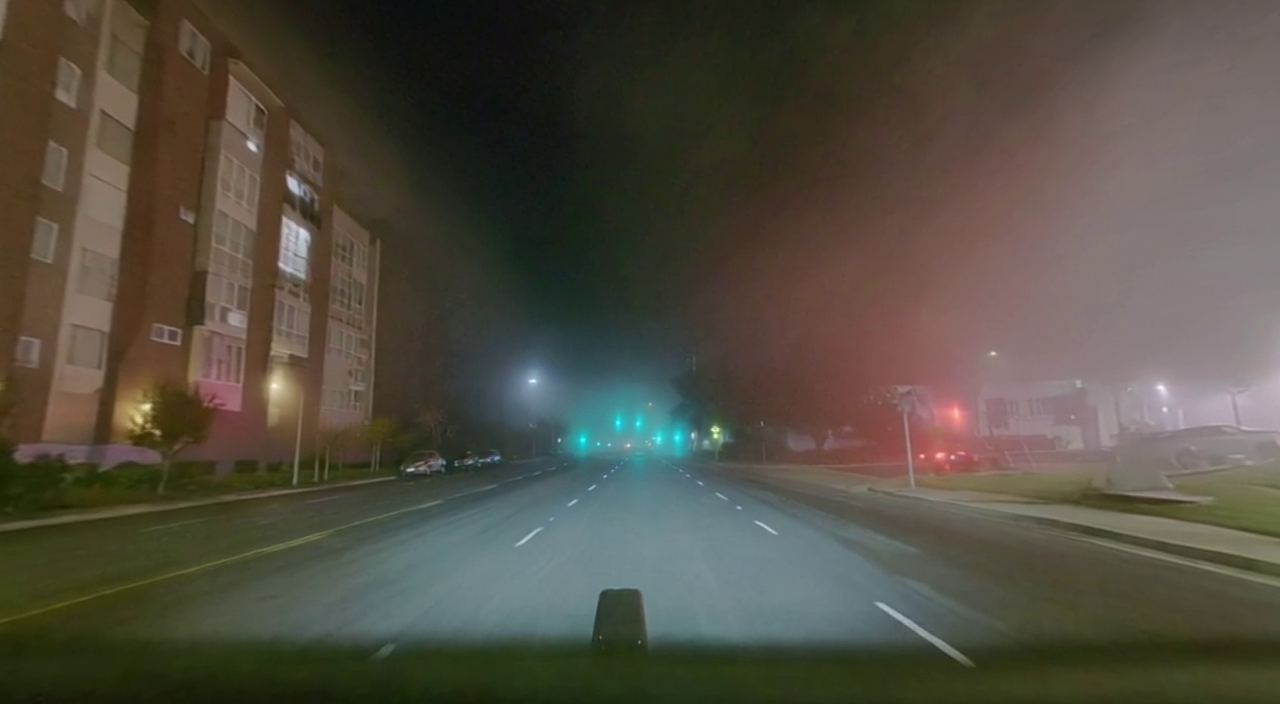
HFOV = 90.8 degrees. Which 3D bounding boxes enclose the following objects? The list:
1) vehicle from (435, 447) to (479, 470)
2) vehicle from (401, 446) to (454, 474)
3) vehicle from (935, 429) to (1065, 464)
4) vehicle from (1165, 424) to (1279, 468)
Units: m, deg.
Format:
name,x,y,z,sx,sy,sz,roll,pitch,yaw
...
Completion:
name,x,y,z,sx,sy,sz,roll,pitch,yaw
vehicle,-13.158,7.663,45.652,1.871,1.503,4.407,-2,-8,0
vehicle,-13.317,6.750,39.822,1.851,1.645,4.152,-1,-8,1
vehicle,18.614,4.922,32.832,5.466,1.734,1.999,-1,-9,1
vehicle,24.954,3.843,25.941,4.861,1.684,2.014,-1,-8,1
